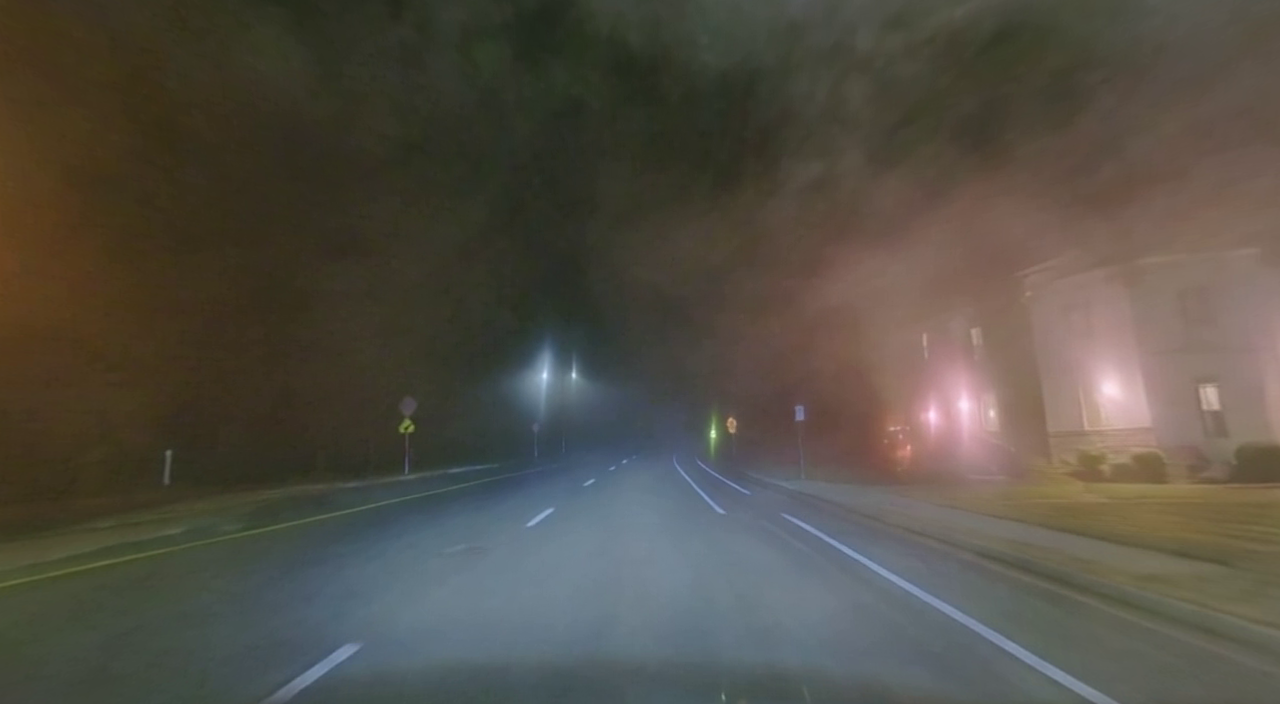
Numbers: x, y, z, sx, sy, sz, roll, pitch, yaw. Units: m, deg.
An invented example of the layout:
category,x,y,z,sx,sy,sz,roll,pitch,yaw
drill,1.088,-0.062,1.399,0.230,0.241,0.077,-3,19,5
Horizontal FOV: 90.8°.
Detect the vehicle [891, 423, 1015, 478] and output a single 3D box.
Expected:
category,x,y,z,sx,sy,sz,roll,pitch,yaw
vehicle,10.551,3.363,21.720,1.938,1.695,4.296,0,-8,-2
